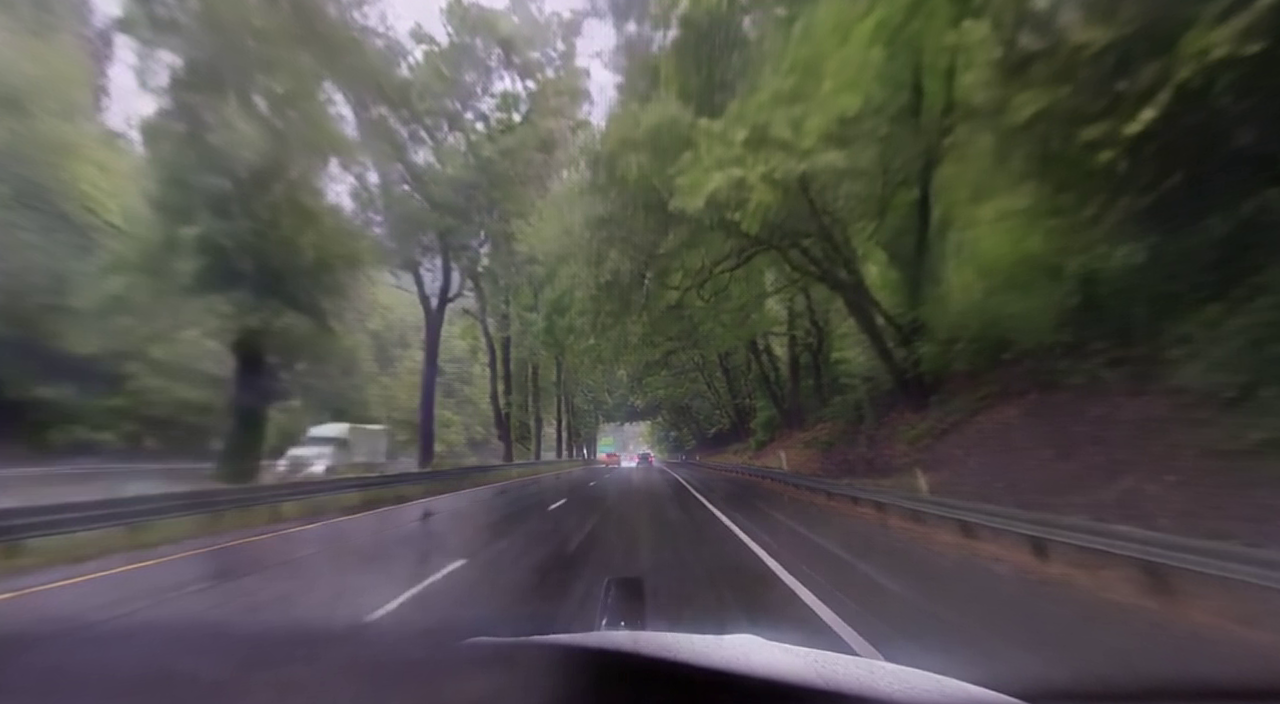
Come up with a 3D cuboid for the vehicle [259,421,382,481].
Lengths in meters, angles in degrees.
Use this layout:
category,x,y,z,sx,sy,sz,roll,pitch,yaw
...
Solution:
category,x,y,z,sx,sy,sz,roll,pitch,yaw
vehicle,-16.693,5.274,33.620,2.588,2.812,7.119,0,-9,1
